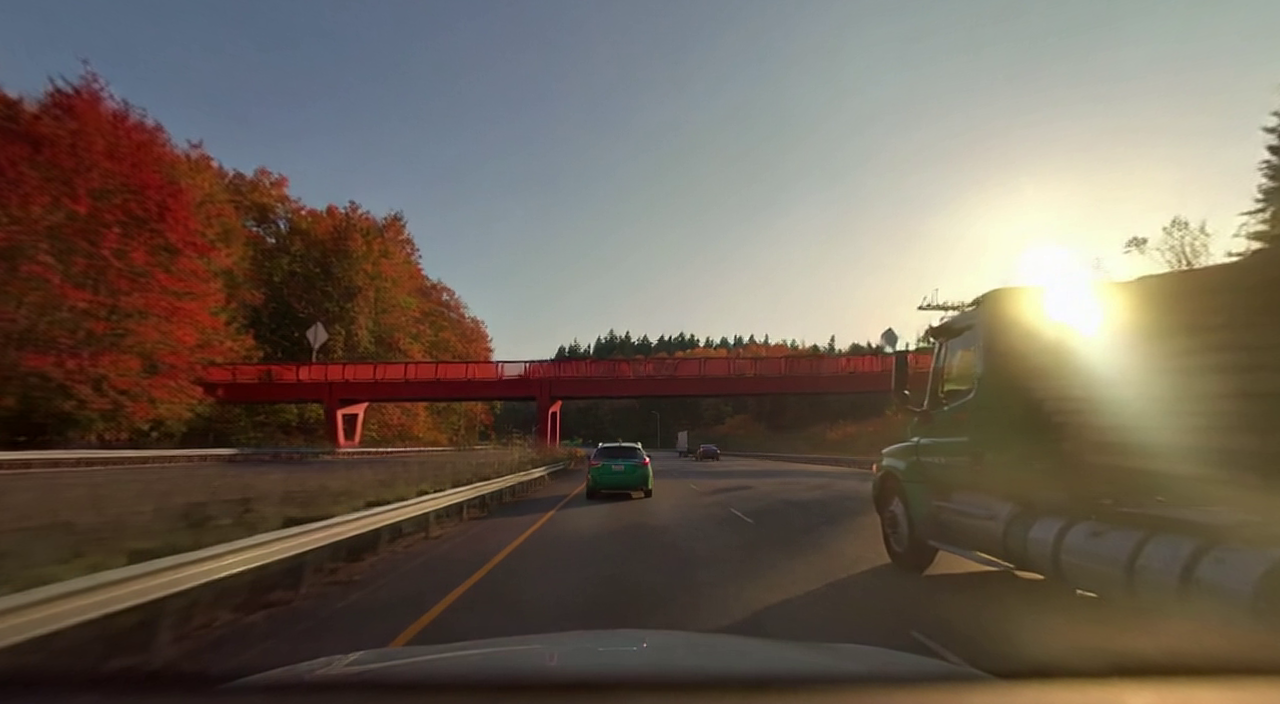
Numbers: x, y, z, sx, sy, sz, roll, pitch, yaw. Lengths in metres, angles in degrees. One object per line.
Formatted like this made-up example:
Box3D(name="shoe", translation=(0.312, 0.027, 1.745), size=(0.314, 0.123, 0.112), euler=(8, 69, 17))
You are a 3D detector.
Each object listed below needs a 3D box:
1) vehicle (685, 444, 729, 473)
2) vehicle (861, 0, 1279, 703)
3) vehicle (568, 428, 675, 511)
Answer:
Box3D(name="vehicle", translation=(3.686, 5.931, 35.145), size=(1.894, 1.487, 3.751), euler=(0, -9, -2))
Box3D(name="vehicle", translation=(4.168, -0.186, 2.835), size=(2.992, 3.920, 8.831), euler=(0, -9, 0))
Box3D(name="vehicle", translation=(-0.401, 2.783, 15.227), size=(2.259, 1.699, 4.015), euler=(0, -9, 0))
